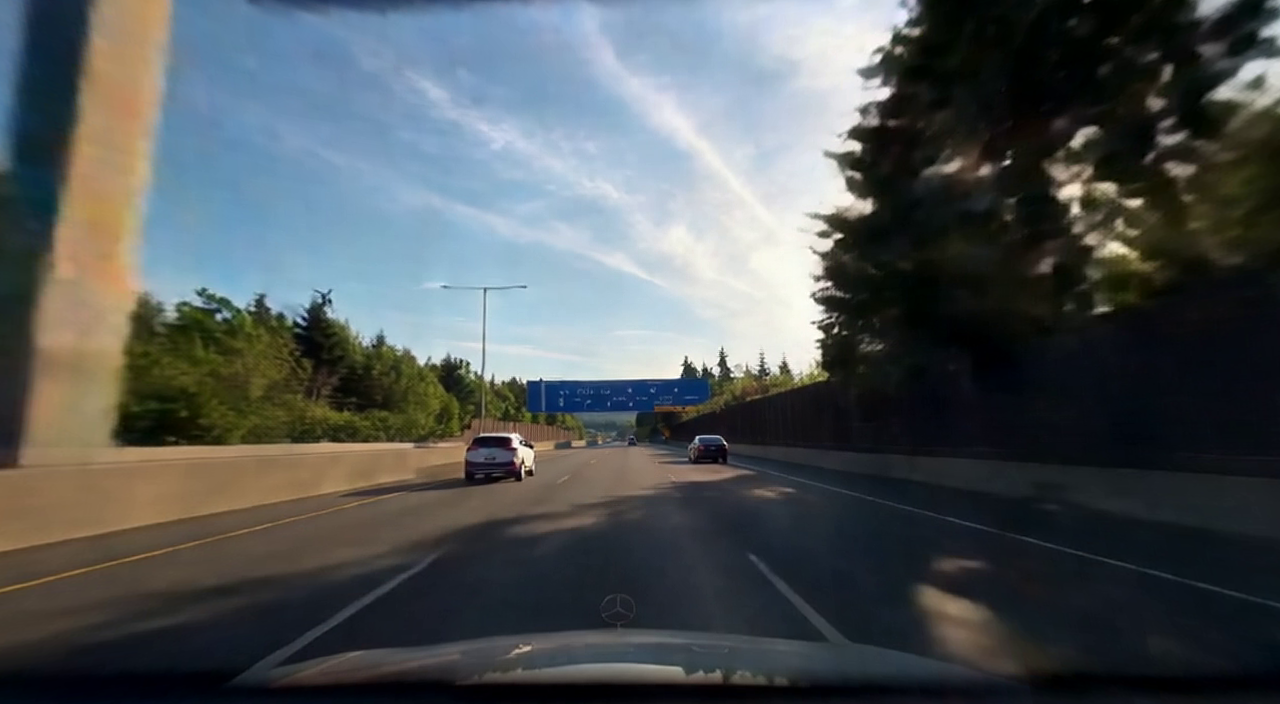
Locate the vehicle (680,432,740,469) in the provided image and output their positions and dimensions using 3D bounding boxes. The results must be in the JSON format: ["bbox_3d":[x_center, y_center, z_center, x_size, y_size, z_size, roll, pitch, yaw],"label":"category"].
[{"bbox_3d":[3.048,4.381,28.401,2.077,1.523,4.539,0,-8,-2],"label":"vehicle"}]

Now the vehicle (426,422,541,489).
[{"bbox_3d":[-4.238,2.860,17.813,2.219,1.660,4.153,0,-8,-1],"label":"vehicle"}]
